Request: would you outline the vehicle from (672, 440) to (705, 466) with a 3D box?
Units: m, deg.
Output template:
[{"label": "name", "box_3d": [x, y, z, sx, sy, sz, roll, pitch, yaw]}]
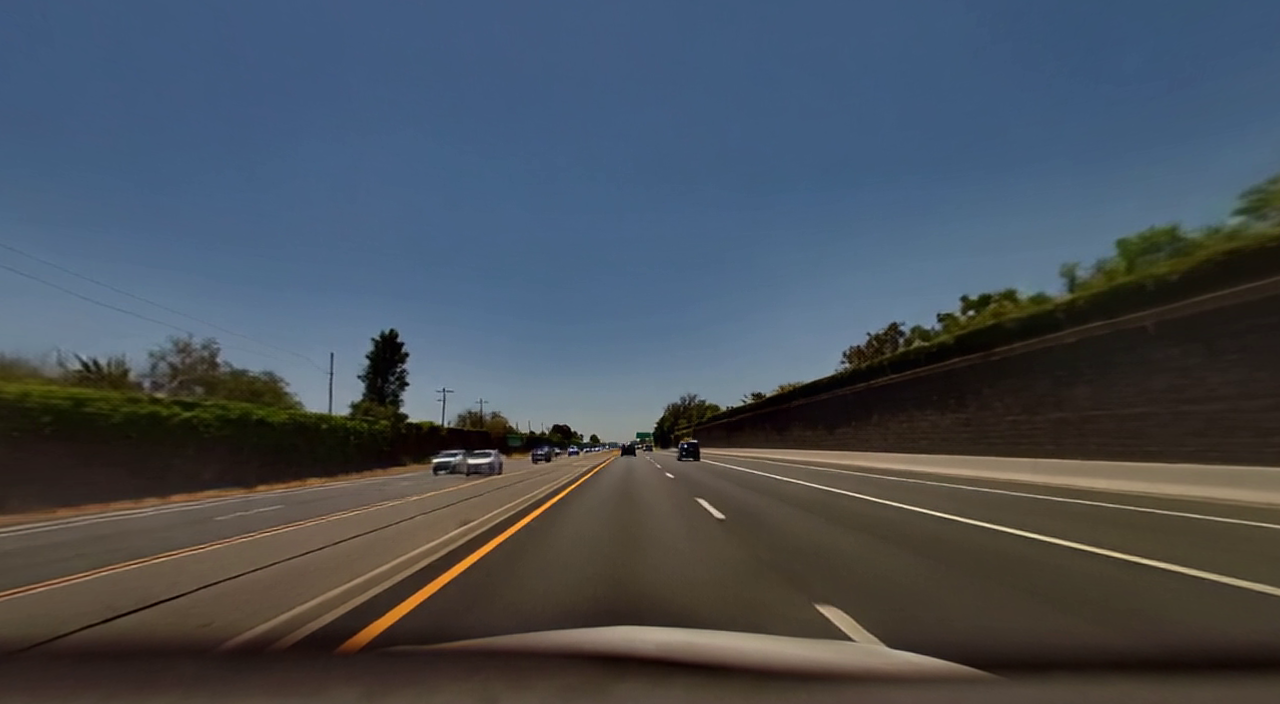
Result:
[{"label": "vehicle", "box_3d": [3.291, 6.694, 41.743, 1.972, 1.614, 4.025, -2, -9, 7]}]

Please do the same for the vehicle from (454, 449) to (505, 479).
[{"label": "vehicle", "box_3d": [-8.891, 6.200, 35.070, 1.893, 1.548, 4.117, 0, -9, -2]}]

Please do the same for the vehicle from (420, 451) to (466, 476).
[{"label": "vehicle", "box_3d": [-13.327, 7.526, 42.652, 1.920, 1.572, 4.264, 0, -9, -3]}]
